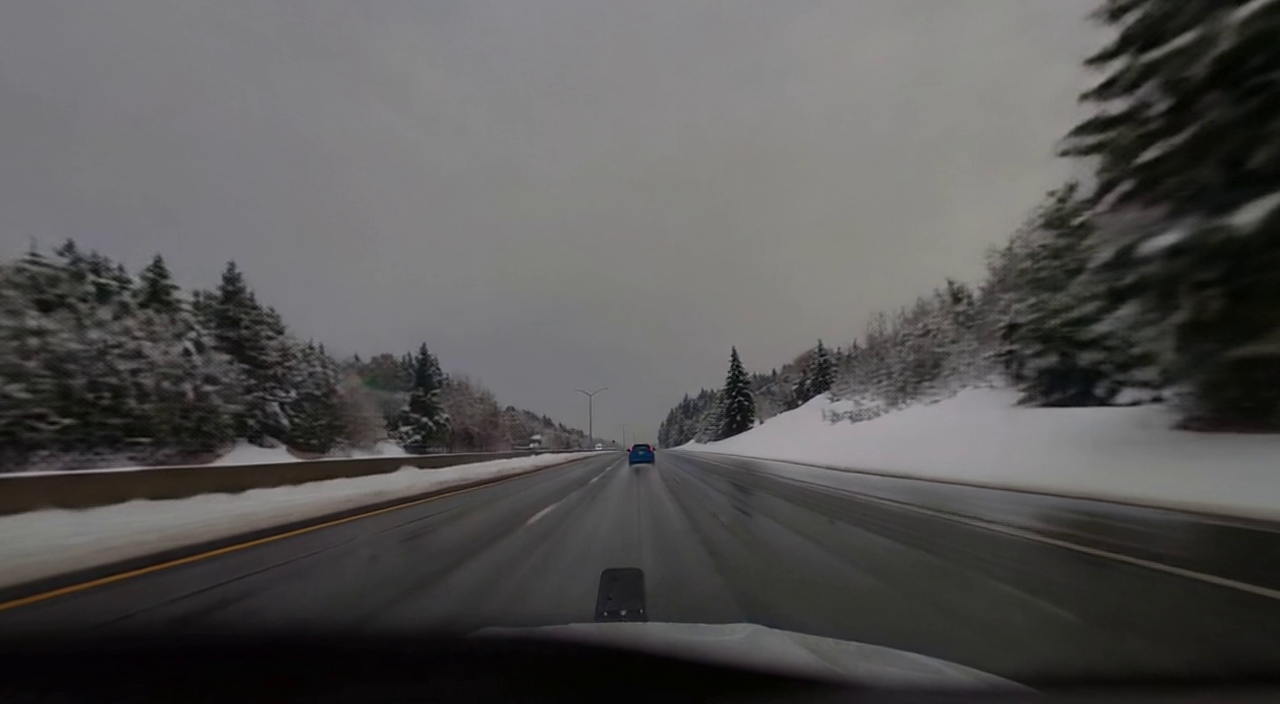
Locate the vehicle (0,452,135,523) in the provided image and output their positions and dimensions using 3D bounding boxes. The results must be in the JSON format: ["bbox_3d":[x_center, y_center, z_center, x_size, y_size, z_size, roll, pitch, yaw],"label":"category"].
[{"bbox_3d":[-15.323,3.340,15.864,1.898,1.564,3.965,-1,-9,0],"label":"vehicle"}]

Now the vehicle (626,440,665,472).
[{"bbox_3d":[0.335,6.426,39.046,2.247,1.825,4.036,-1,-9,0],"label":"vehicle"}]
